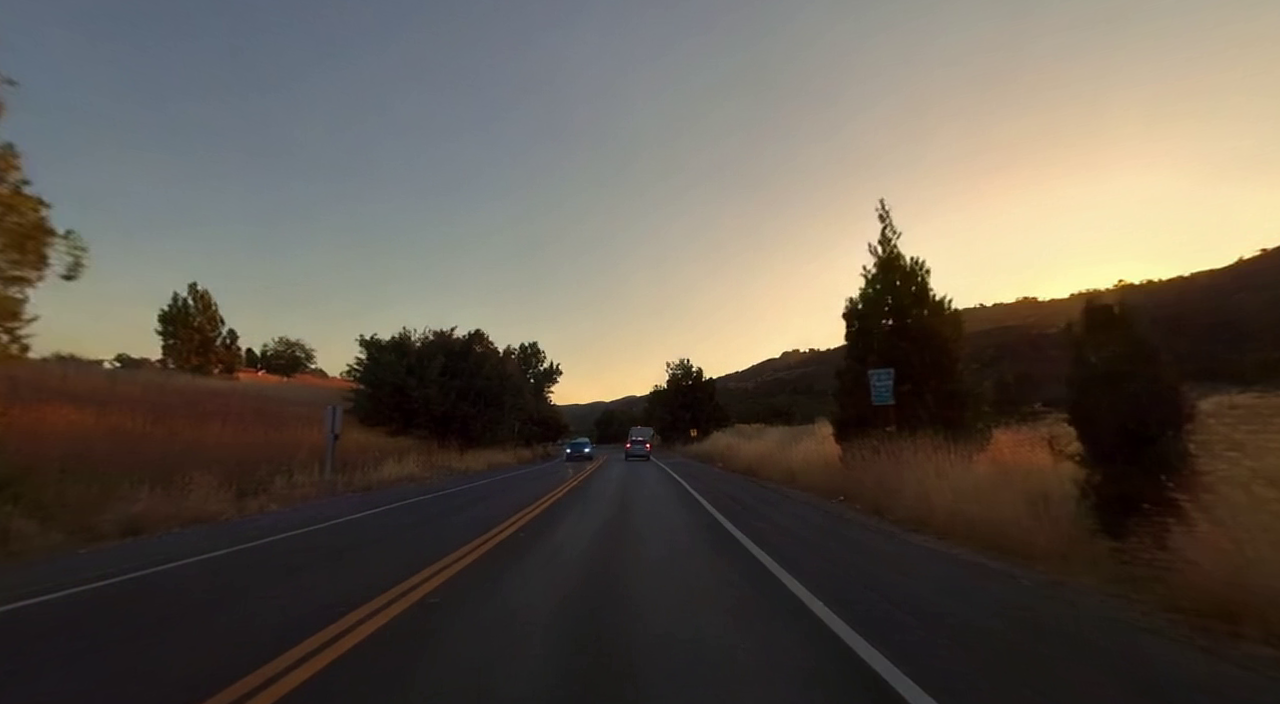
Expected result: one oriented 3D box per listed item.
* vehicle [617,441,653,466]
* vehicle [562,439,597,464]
[{"bbox_3d":[-0.327,6.391,39.996,2.186,1.486,3.861,0,-9,0],"label":"vehicle"},{"bbox_3d":[-4.630,7.702,49.073,2.236,1.848,4.683,0,-9,0],"label":"vehicle"}]
